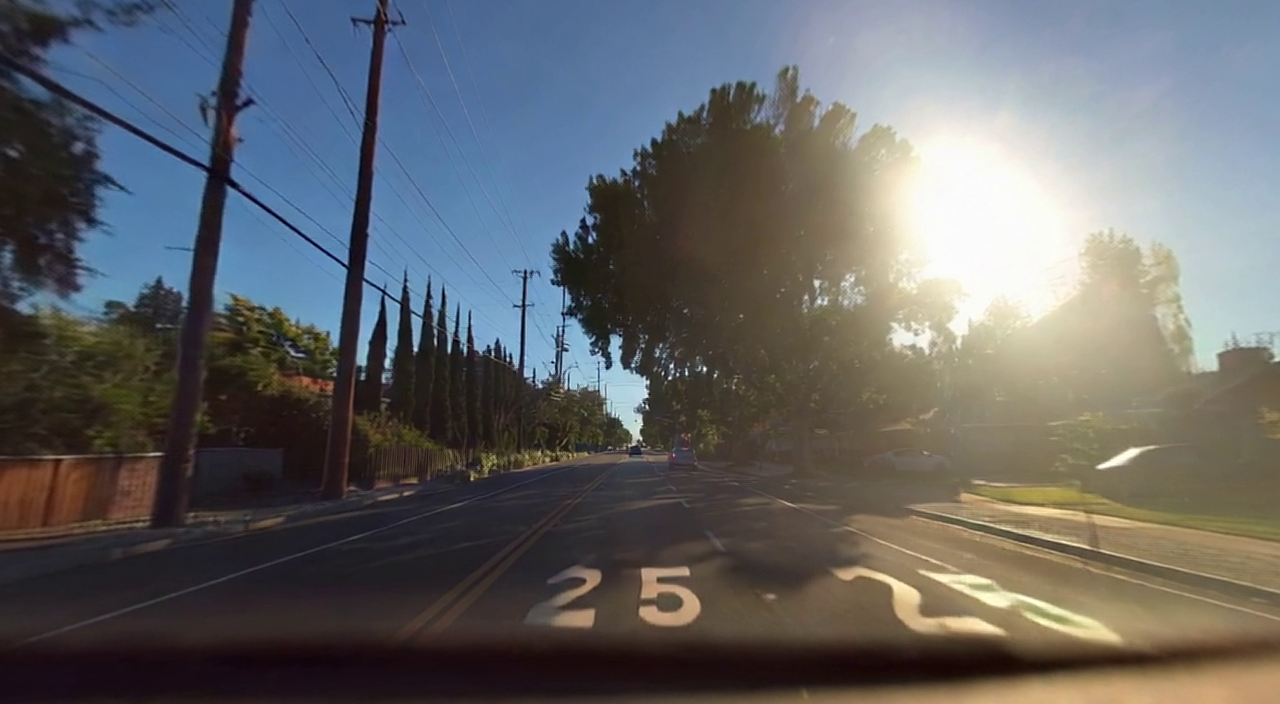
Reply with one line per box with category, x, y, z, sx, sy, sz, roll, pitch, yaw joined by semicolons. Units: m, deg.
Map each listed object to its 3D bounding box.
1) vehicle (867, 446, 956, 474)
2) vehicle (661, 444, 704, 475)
vehicle;14.496;5.769;33.863;3.838;1.405;1.992;1;-9;-6
vehicle;2.150;5.615;33.128;1.975;1.497;3.647;0;-9;0
